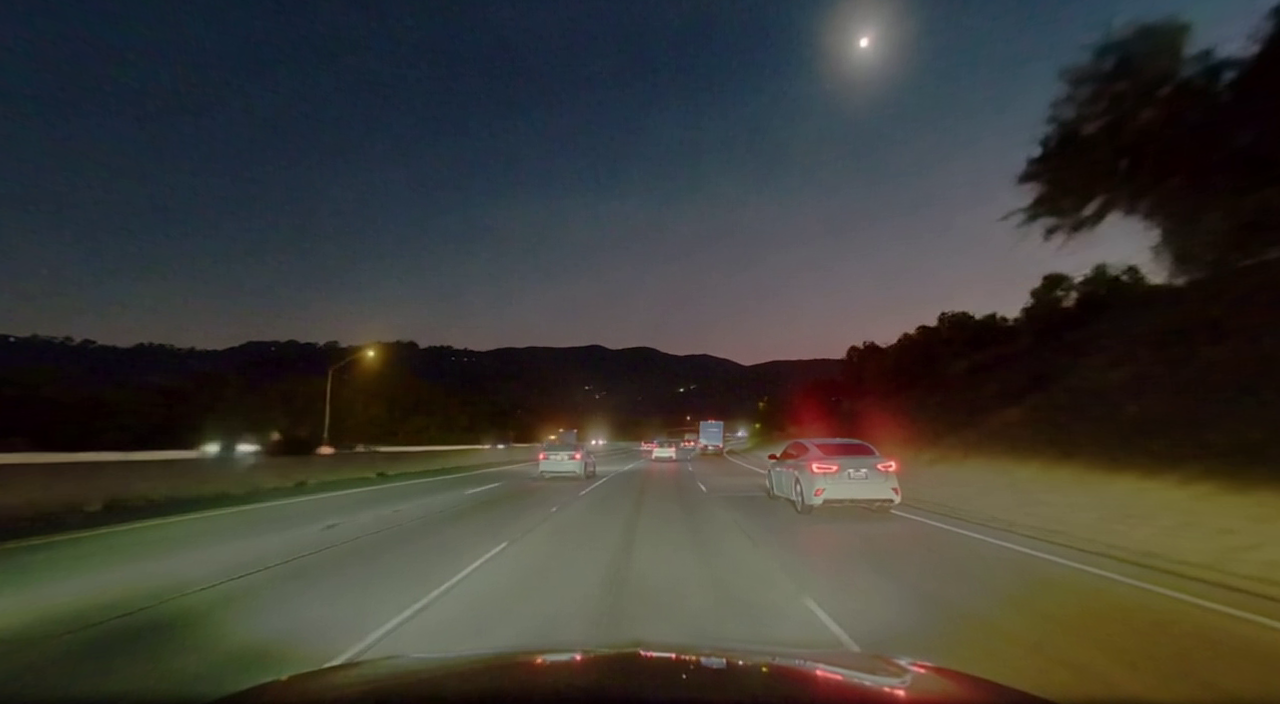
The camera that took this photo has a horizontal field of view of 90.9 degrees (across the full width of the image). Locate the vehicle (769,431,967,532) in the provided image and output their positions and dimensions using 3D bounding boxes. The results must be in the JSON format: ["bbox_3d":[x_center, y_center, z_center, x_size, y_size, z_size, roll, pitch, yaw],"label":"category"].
[{"bbox_3d":[3.841,2.245,11.586,2.013,1.464,4.317,0,-8,0],"label":"vehicle"}]

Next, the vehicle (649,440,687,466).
[{"bbox_3d":[1.717,6.104,38.357,2.202,1.467,3.929,-1,-8,3],"label":"vehicle"}]

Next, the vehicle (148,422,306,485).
[{"bbox_3d":[-16.681,4.140,26.027,2.292,2.293,5.894,-1,-8,2],"label":"vehicle"}]

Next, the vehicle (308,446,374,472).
[{"bbox_3d":[-18.366,6.561,38.922,1.788,1.449,4.083,-1,-8,5],"label":"vehicle"}]

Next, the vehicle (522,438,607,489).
[{"bbox_3d":[-2.361,3.659,21.080,2.031,1.491,4.792,-1,-8,3],"label":"vehicle"}]
